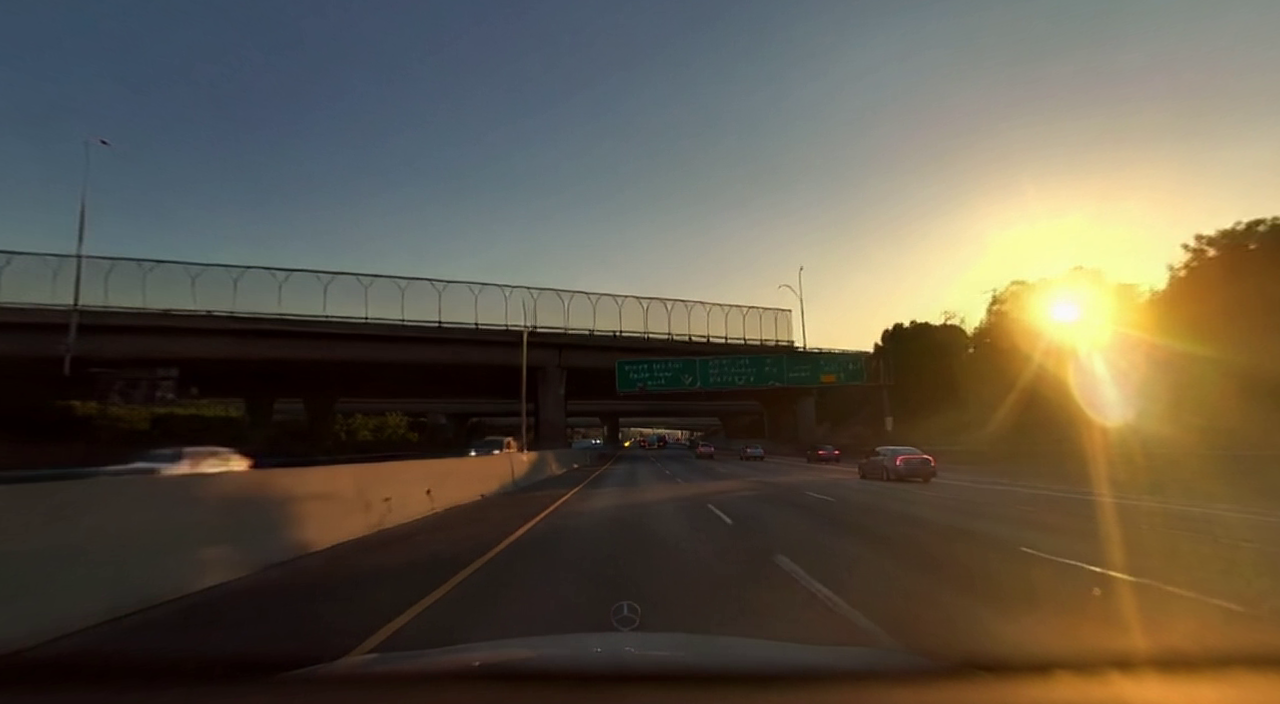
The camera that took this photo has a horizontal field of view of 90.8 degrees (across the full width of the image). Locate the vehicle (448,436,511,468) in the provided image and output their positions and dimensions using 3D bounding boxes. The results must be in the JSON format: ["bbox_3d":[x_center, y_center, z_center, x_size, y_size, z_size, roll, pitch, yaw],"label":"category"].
[{"bbox_3d":[-8.699,5.463,34.648,2.520,1.621,4.165,-1,-9,-2],"label":"vehicle"}]

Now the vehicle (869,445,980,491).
[{"bbox_3d":[9.685,3.937,21.890,1.836,1.418,4.132,0,-9,-1],"label":"vehicle"}]

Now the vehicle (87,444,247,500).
[{"bbox_3d":[-15.291,3.859,20.767,1.918,1.569,4.146,0,-8,2],"label":"vehicle"}]
